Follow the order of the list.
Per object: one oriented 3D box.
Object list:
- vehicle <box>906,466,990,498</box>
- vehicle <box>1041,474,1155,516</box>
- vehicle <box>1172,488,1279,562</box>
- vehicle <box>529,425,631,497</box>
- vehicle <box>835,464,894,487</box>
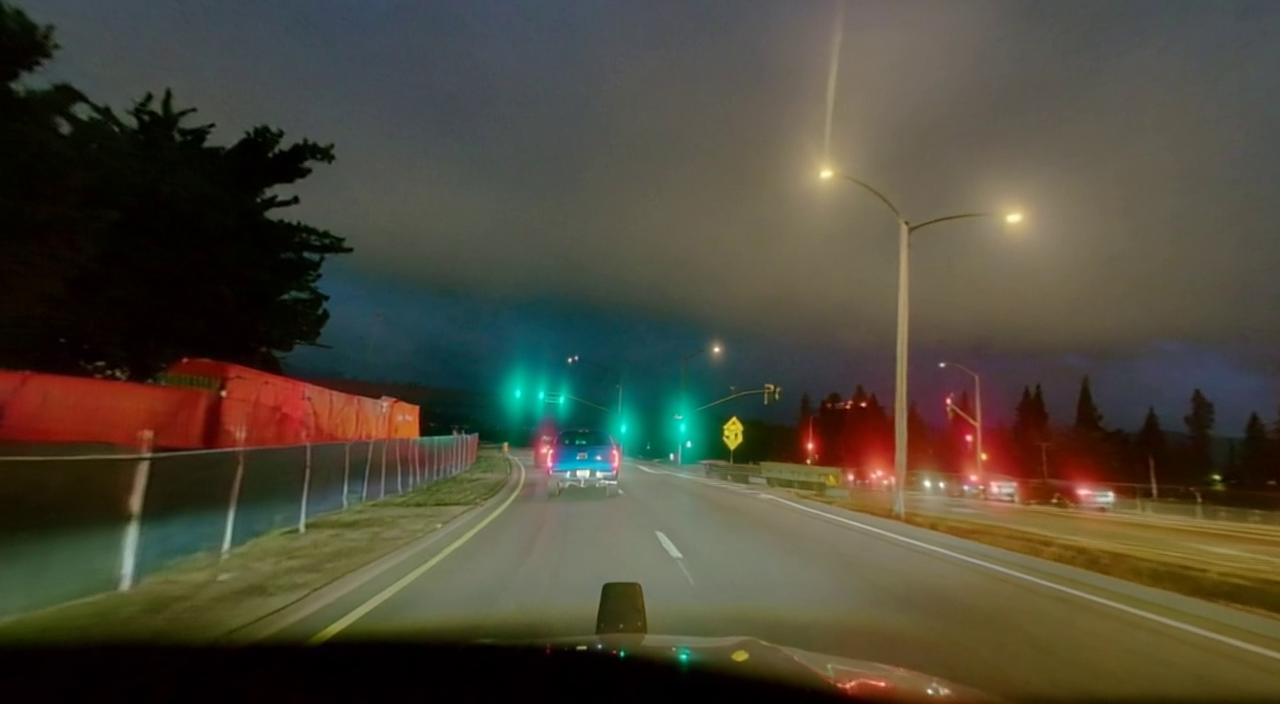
[{"bbox_3d":[17.539,7.411,36.185,1.884,1.622,4.485,3,-10,-13],"label":"vehicle"},{"bbox_3d":[22.500,7.008,31.230,1.841,1.673,4.470,1,-8,-8],"label":"vehicle"},{"bbox_3d":[14.921,3.952,14.257,1.862,1.387,4.168,1,-8,-7],"label":"vehicle"},{"bbox_3d":[-1.672,2.983,17.816,2.436,1.698,5.322,1,-8,-5],"label":"vehicle"},{"bbox_3d":[15.874,8.778,44.870,1.808,1.467,4.360,3,-10,-14],"label":"vehicle"}]
